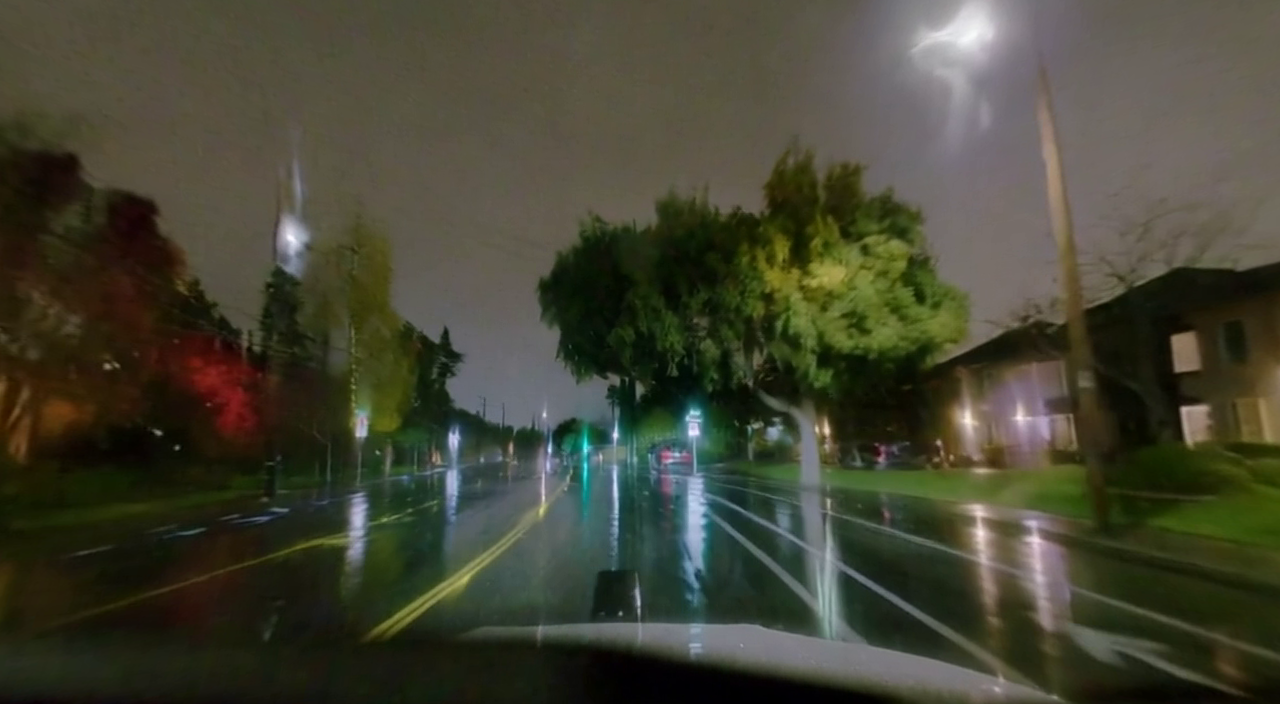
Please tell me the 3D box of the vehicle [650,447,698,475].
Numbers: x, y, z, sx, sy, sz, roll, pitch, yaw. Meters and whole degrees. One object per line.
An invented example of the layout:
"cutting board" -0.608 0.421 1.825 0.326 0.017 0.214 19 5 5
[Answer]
"vehicle" 2.100 6.874 40.194 1.997 1.618 4.119 2 -9 -13

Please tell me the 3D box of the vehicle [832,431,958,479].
"vehicle" 11.430 4.641 28.430 4.697 1.861 2.126 0 -12 -13

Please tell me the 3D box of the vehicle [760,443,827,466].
"vehicle" 11.794 7.901 48.763 4.504 1.702 2.119 2 -9 -14
